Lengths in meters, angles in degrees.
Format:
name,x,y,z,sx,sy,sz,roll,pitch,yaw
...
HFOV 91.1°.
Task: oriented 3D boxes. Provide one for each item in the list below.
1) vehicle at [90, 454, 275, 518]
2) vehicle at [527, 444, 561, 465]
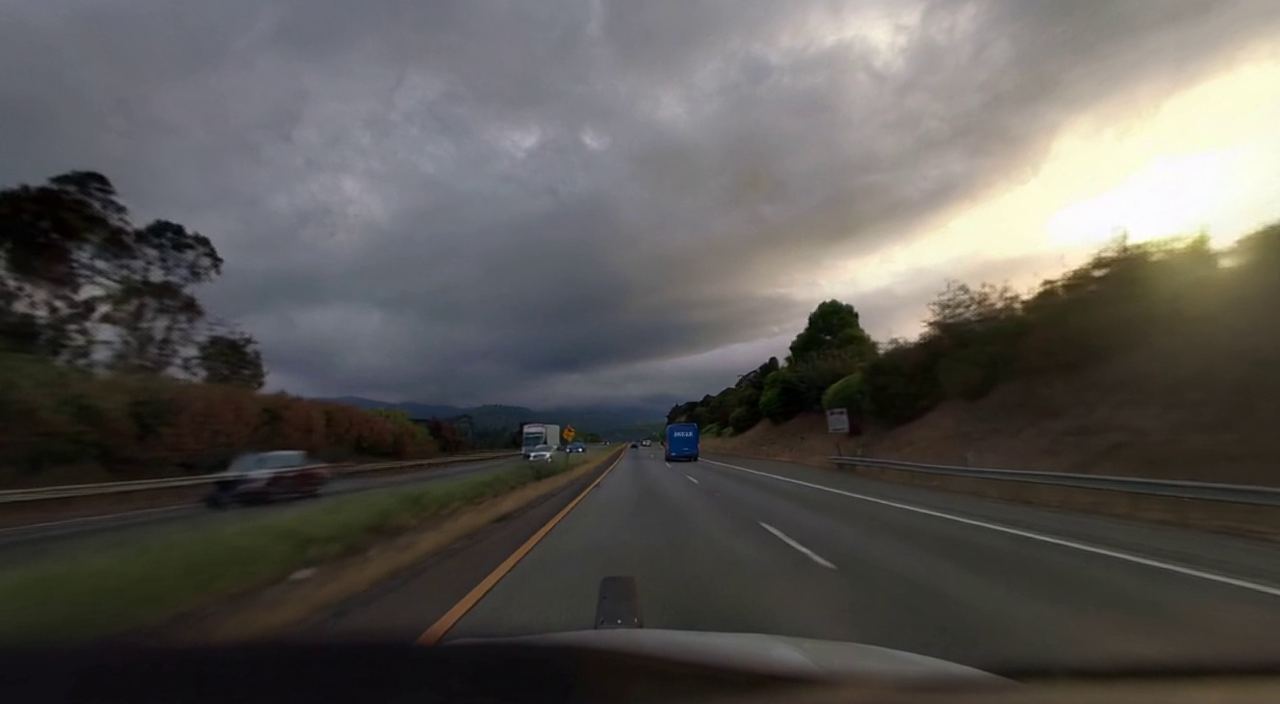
name,x,y,z,sx,sy,sz,roll,pitch,yaw
vehicle,-12.460,3.622,17.559,1.926,1.505,4.237,0,-9,1
vehicle,-7.504,8.075,49.671,1.992,1.492,4.794,0,-9,0
